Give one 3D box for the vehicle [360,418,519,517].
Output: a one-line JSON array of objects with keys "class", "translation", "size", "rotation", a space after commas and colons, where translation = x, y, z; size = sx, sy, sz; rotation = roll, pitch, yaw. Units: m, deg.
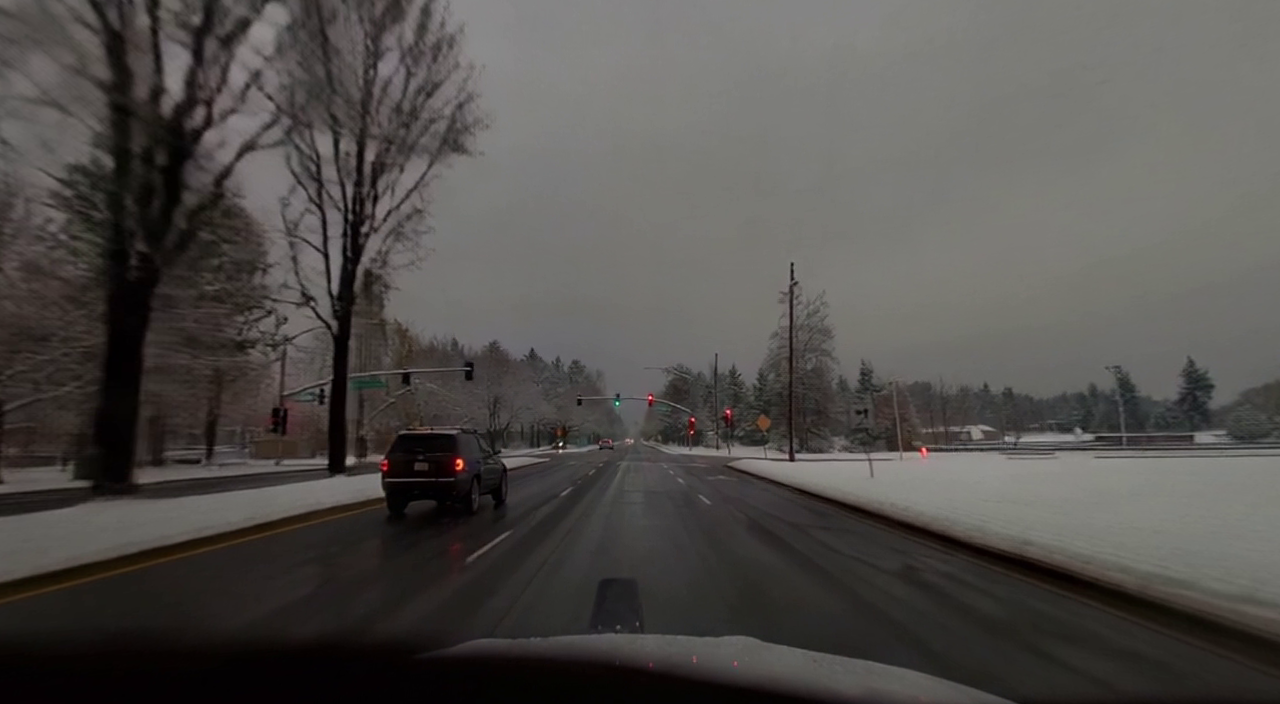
[{"class": "vehicle", "translation": [-3.976, 2.349, 13.328], "size": [2.018, 1.769, 3.897], "rotation": [0, -8, 0]}]
